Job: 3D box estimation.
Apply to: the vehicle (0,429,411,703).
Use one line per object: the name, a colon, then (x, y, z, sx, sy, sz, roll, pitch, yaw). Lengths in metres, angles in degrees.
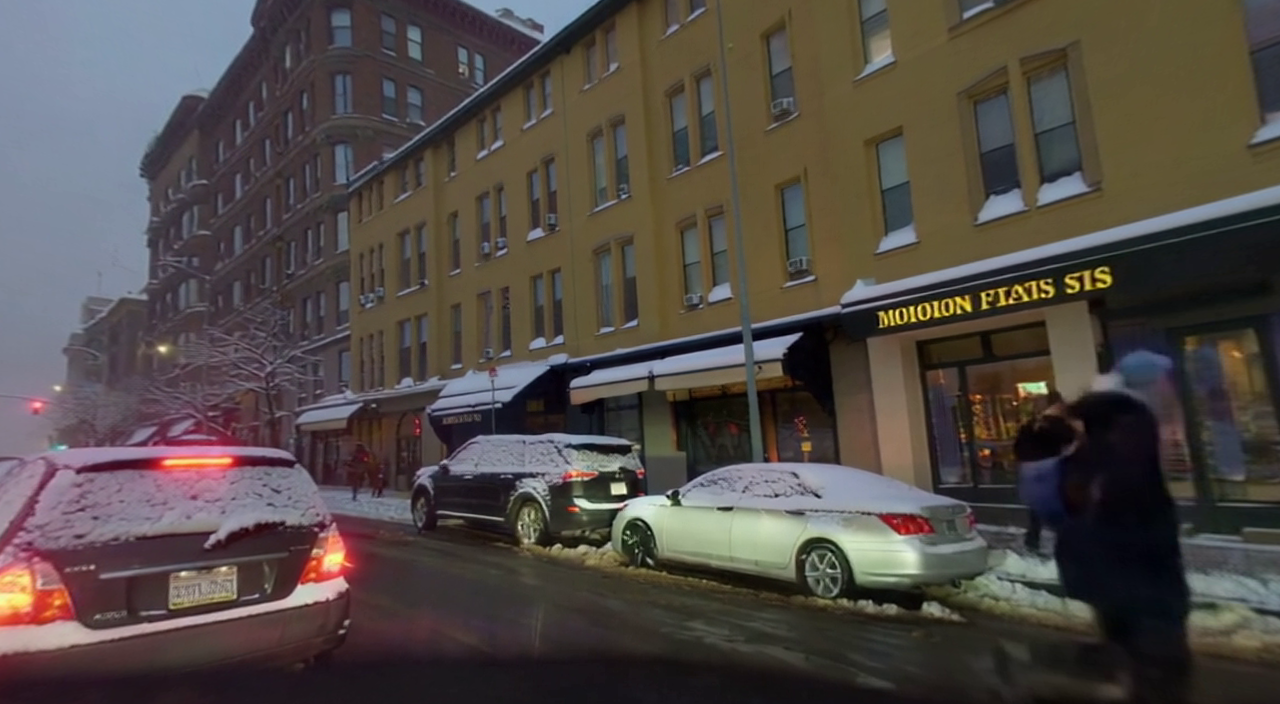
vehicle: (-3.488, 1.306, 4.235, 4.330, 1.458, 1.932, -8, -12, 44)

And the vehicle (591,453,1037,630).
vehicle: (1.750, 1.955, 7.633, 4.830, 1.421, 1.826, -8, -11, 41)

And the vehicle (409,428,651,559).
vehicle: (-2.133, 2.377, 11.379, 4.580, 1.853, 1.862, -8, -12, 42)
